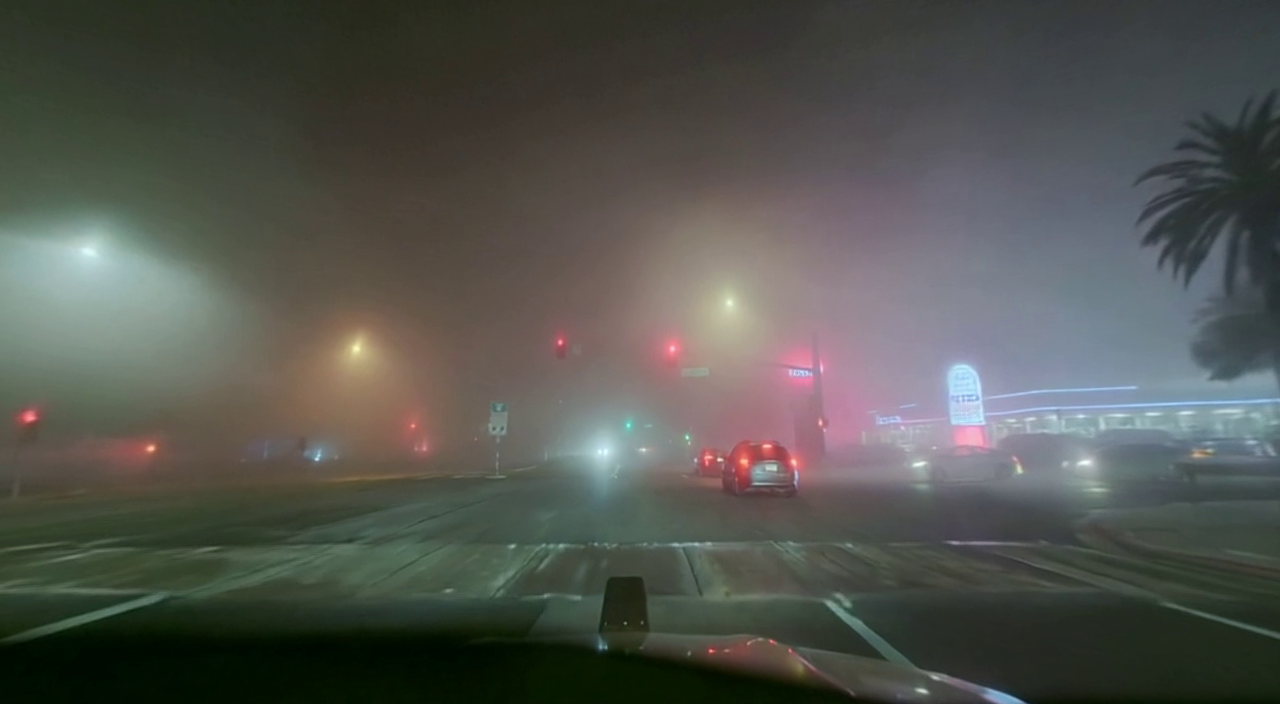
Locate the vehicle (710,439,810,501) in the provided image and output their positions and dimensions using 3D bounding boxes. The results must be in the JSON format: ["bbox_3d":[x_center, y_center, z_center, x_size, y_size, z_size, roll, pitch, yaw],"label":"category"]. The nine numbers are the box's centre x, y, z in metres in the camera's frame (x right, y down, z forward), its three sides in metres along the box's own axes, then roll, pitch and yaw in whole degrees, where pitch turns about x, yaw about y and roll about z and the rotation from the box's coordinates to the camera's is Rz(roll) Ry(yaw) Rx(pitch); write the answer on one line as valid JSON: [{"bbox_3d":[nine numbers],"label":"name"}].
[{"bbox_3d":[3.247,3.280,17.937,1.931,1.534,4.126,0,-8,-1],"label":"vehicle"}]

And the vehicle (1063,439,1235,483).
[{"bbox_3d":[18.379,3.938,22.940,4.462,1.474,2.083,0,-8,-1],"label":"vehicle"}]

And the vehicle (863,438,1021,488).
[{"bbox_3d":[10.562,3.893,22.325,4.448,1.640,2.160,0,-8,-1],"label":"vehicle"}]
